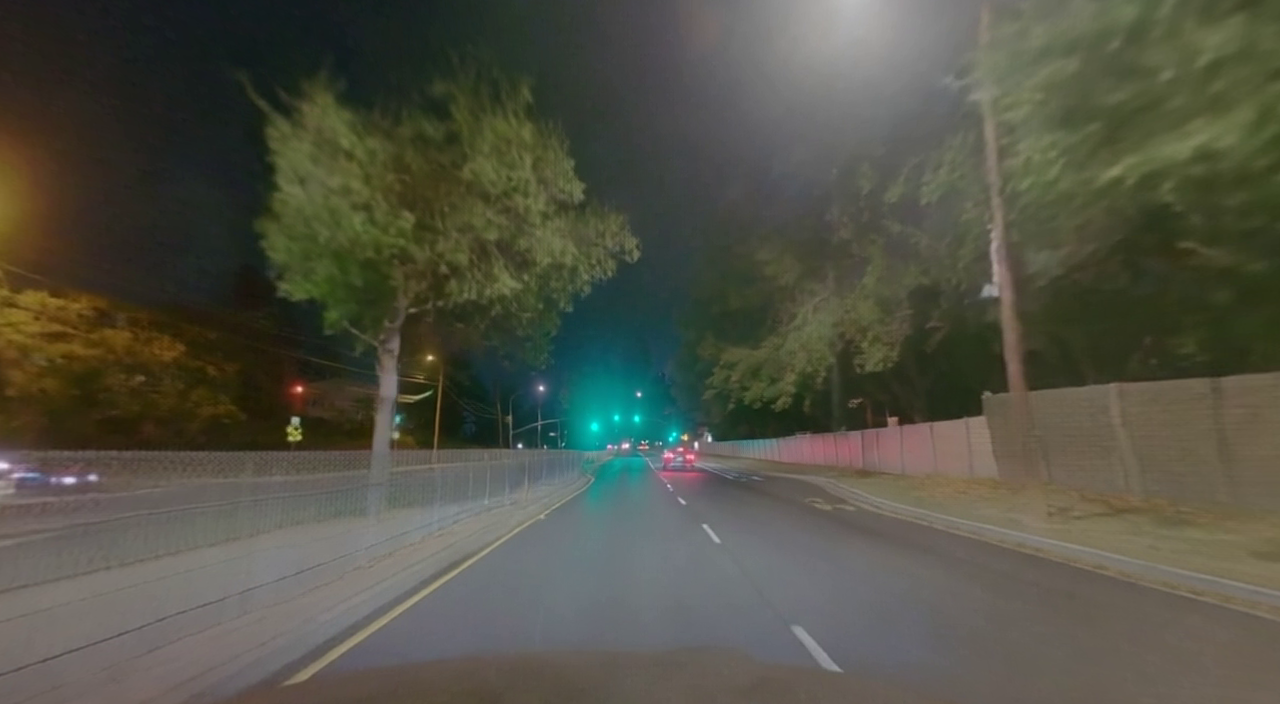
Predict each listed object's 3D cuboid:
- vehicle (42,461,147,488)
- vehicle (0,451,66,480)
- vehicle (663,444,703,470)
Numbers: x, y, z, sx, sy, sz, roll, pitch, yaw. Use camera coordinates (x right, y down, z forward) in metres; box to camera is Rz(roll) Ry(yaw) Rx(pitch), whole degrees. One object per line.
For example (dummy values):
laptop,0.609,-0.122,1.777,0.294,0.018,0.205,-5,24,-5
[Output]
vehicle,-32.279,7.233,37.348,4.384,1.463,1.969,0,-9,0
vehicle,-42.715,7.821,43.312,2.040,1.792,4.780,-4,-7,-1
vehicle,2.561,6.392,38.385,2.105,1.490,4.008,0,-9,-1
